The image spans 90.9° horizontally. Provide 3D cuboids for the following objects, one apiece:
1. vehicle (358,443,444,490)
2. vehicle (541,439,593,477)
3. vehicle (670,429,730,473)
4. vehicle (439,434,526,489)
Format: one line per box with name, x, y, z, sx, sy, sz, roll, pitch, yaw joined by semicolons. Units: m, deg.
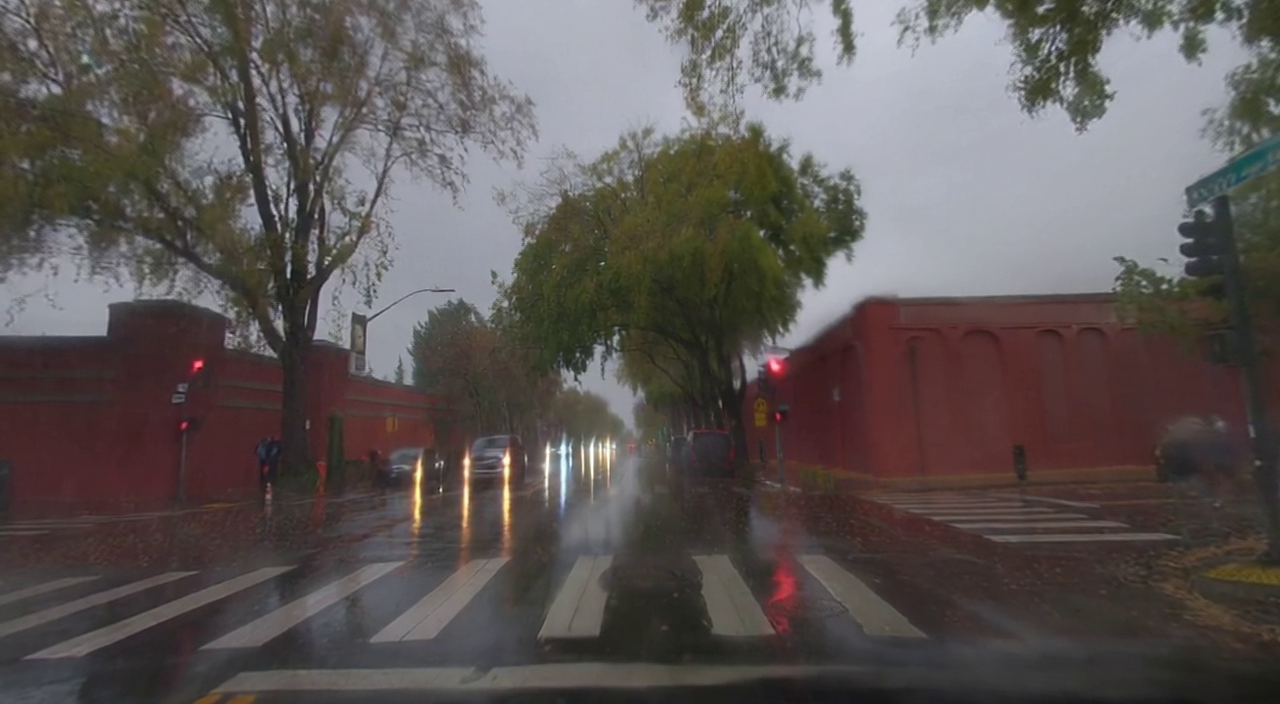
vehicle;-9.912;4.748;26.582;2.216;1.804;4.526;1;-8;-6
vehicle;-3.268;4.850;29.128;2.033;1.596;4.142;0;-8;-2
vehicle;3.101;5.308;34.032;2.557;2.188;5.164;1;-8;-2
vehicle;-5.908;4.140;24.324;2.242;1.887;4.924;0;-8;-2
